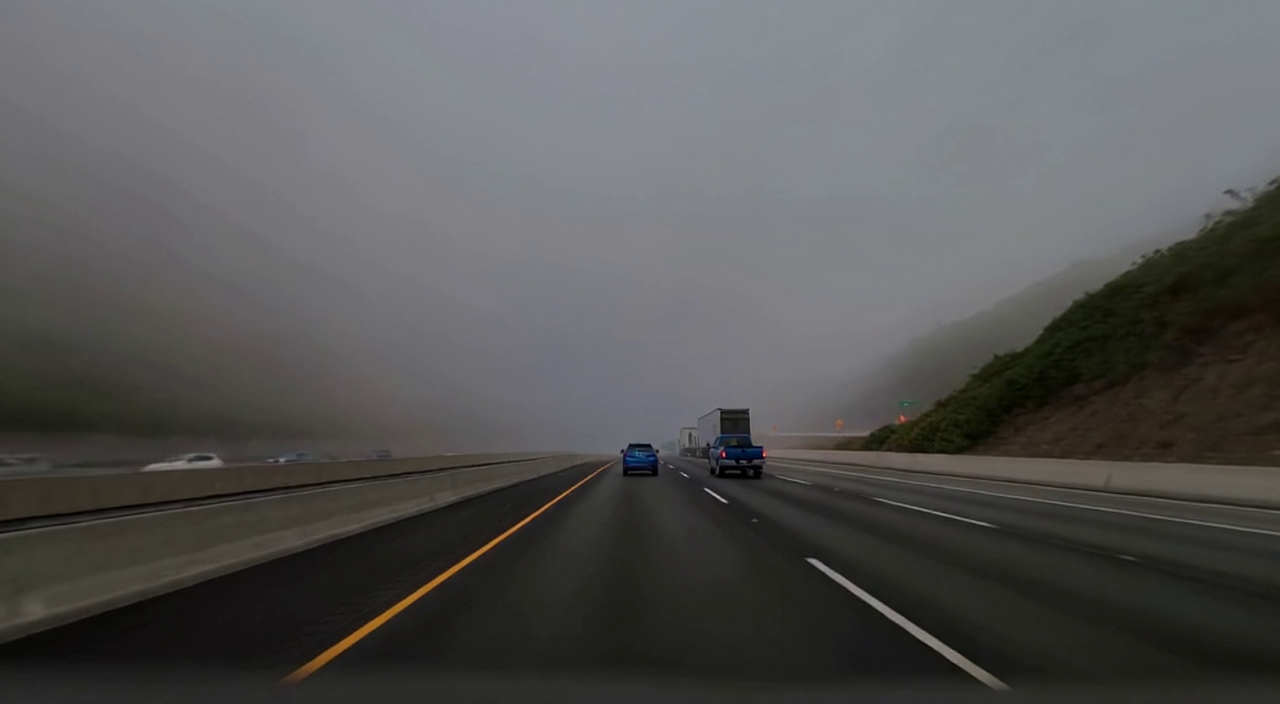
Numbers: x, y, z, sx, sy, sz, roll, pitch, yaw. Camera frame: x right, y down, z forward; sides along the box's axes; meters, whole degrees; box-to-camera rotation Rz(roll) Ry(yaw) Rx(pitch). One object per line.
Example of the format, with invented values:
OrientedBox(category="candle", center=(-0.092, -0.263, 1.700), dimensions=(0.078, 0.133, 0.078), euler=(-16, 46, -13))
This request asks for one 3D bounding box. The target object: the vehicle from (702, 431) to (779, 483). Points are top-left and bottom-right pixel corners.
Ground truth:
OrientedBox(category="vehicle", center=(3.742, 4.029, 24.405), dimensions=(2.098, 1.794, 4.561), euler=(0, -9, -2))

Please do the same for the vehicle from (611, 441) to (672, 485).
OrientedBox(category="vehicle", center=(0.013, 4.088, 23.607), dimensions=(2.083, 1.477, 3.965), euler=(0, -9, -1))
